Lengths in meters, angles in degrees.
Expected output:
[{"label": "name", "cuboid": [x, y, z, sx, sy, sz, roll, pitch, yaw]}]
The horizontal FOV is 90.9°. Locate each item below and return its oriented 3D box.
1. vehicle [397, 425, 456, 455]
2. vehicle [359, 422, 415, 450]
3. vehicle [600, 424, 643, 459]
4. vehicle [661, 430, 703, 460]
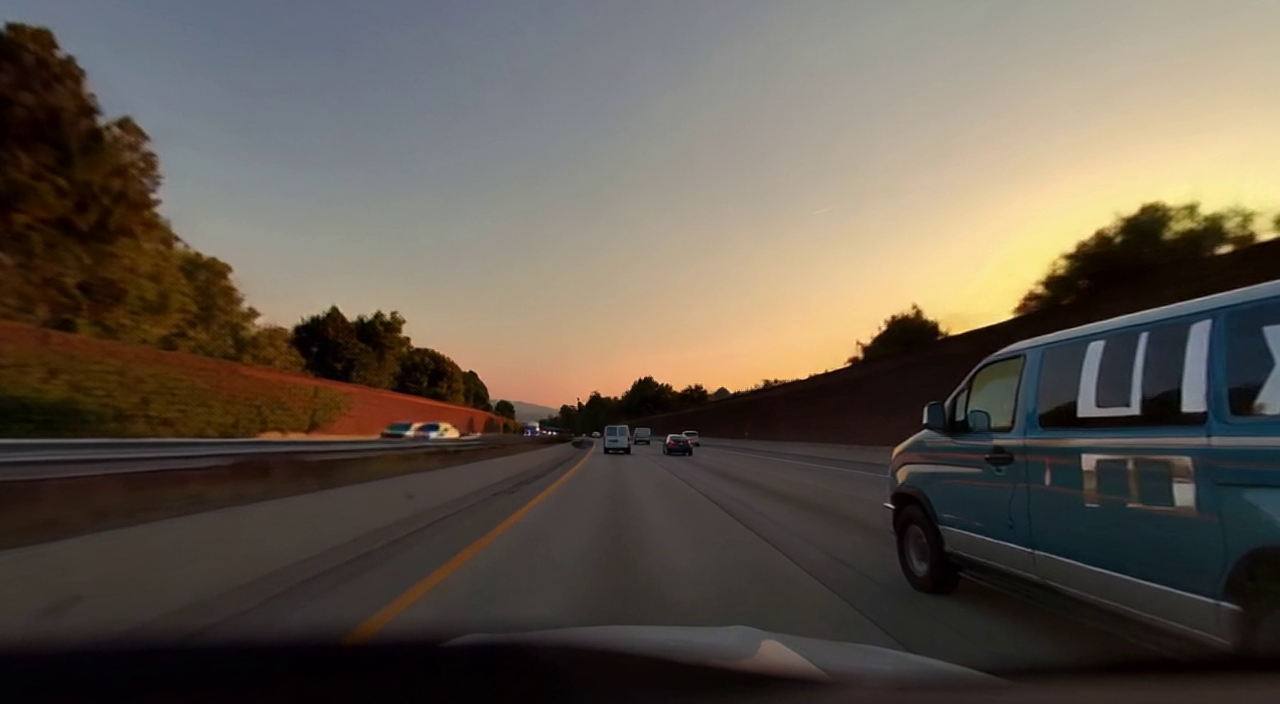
[{"label": "vehicle", "cuboid": [-11.326, 4.721, 33.746, 1.780, 1.455, 4.310, -1, -8, -1]}, {"label": "vehicle", "cuboid": [-14.799, 4.947, 37.045, 1.784, 1.504, 3.781, 0, -8, -1]}, {"label": "vehicle", "cuboid": [-1.120, 5.387, 38.047, 2.403, 1.994, 4.683, 0, -8, -2]}, {"label": "vehicle", "cuboid": [2.384, 5.403, 36.776, 1.996, 1.589, 3.715, 0, -8, -3]}]
